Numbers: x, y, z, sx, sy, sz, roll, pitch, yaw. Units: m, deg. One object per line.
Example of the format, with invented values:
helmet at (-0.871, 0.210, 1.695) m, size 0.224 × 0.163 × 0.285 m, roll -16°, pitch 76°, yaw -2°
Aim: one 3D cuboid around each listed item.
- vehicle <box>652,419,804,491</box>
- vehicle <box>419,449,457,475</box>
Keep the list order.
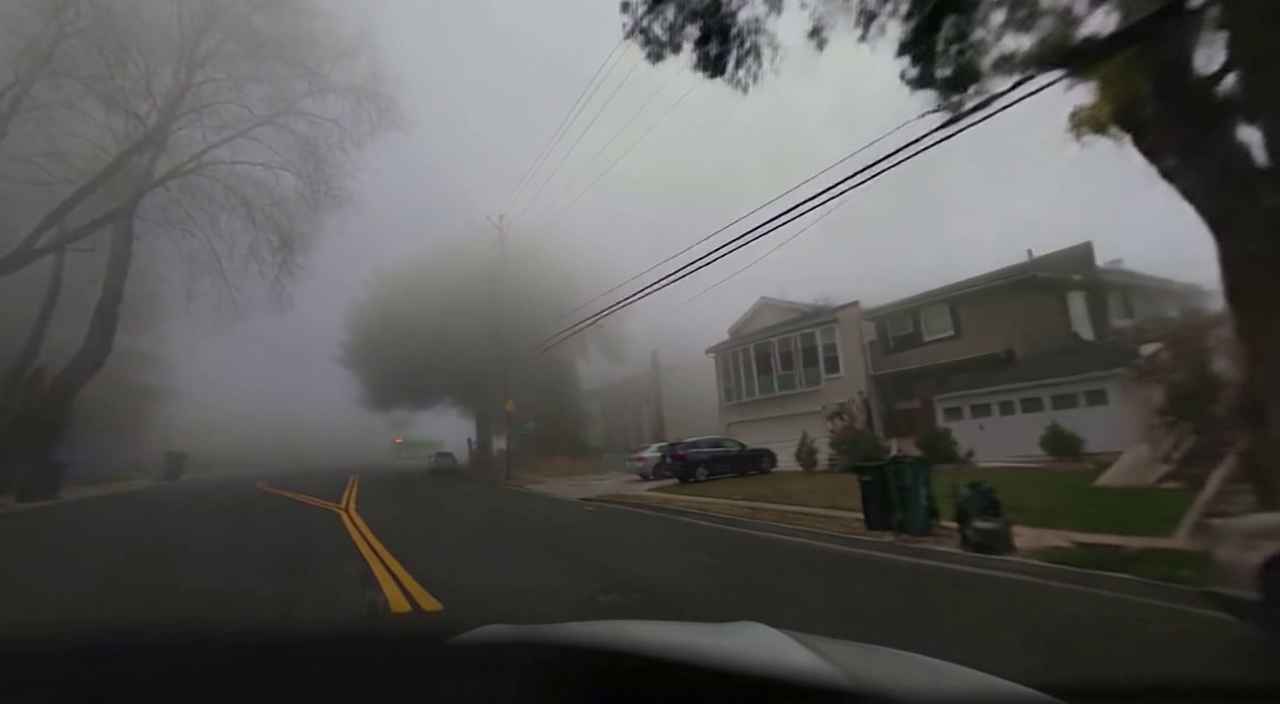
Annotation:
vehicle at (2.842, 3.258, 20.419) m, size 4.431 × 1.873 × 1.920 m, roll 0°, pitch -8°, yaw -27°
vehicle at (-13.163, 7.111, 41.027) m, size 1.984 × 1.601 × 3.994 m, roll 3°, pitch -9°, yaw -21°
